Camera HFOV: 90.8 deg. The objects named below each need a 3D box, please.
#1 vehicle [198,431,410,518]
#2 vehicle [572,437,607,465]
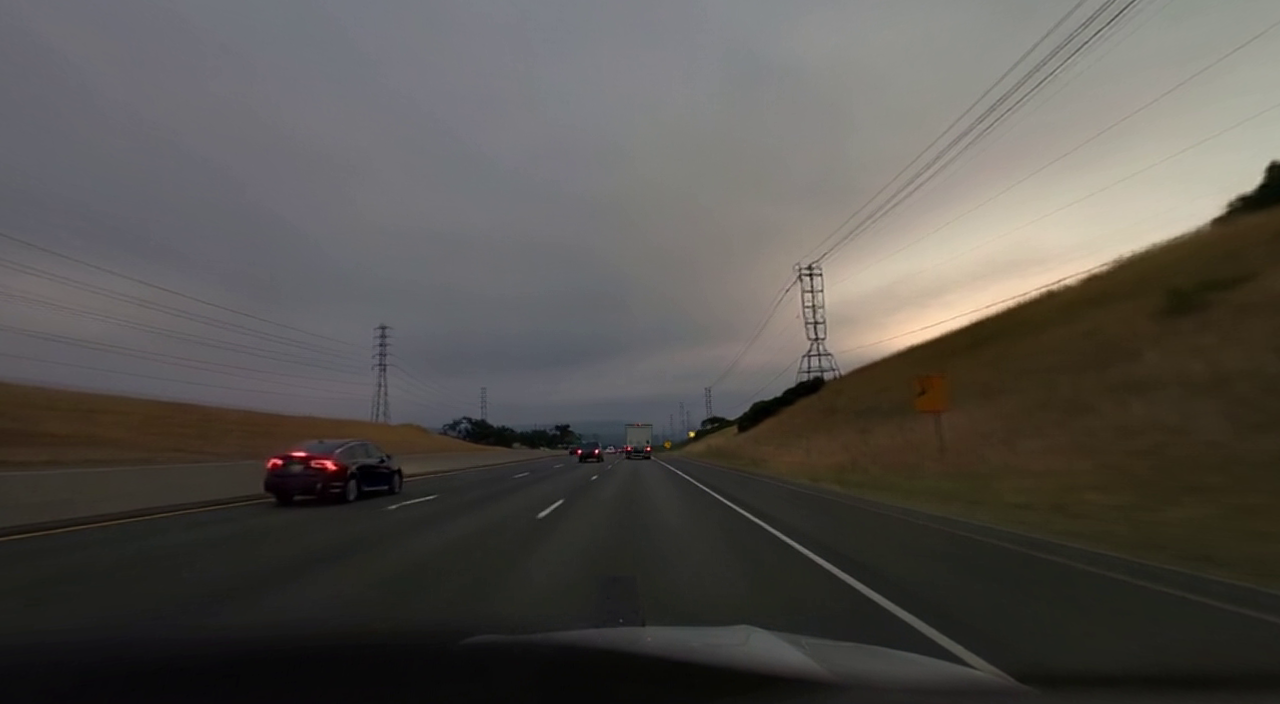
[{"bbox_3d":[-6.951,2.585,13.801,2.066,1.558,4.607,0,-9,0],"label":"vehicle"},{"bbox_3d":[-3.685,7.355,46.985,2.207,1.949,4.911,0,-9,0],"label":"vehicle"}]
